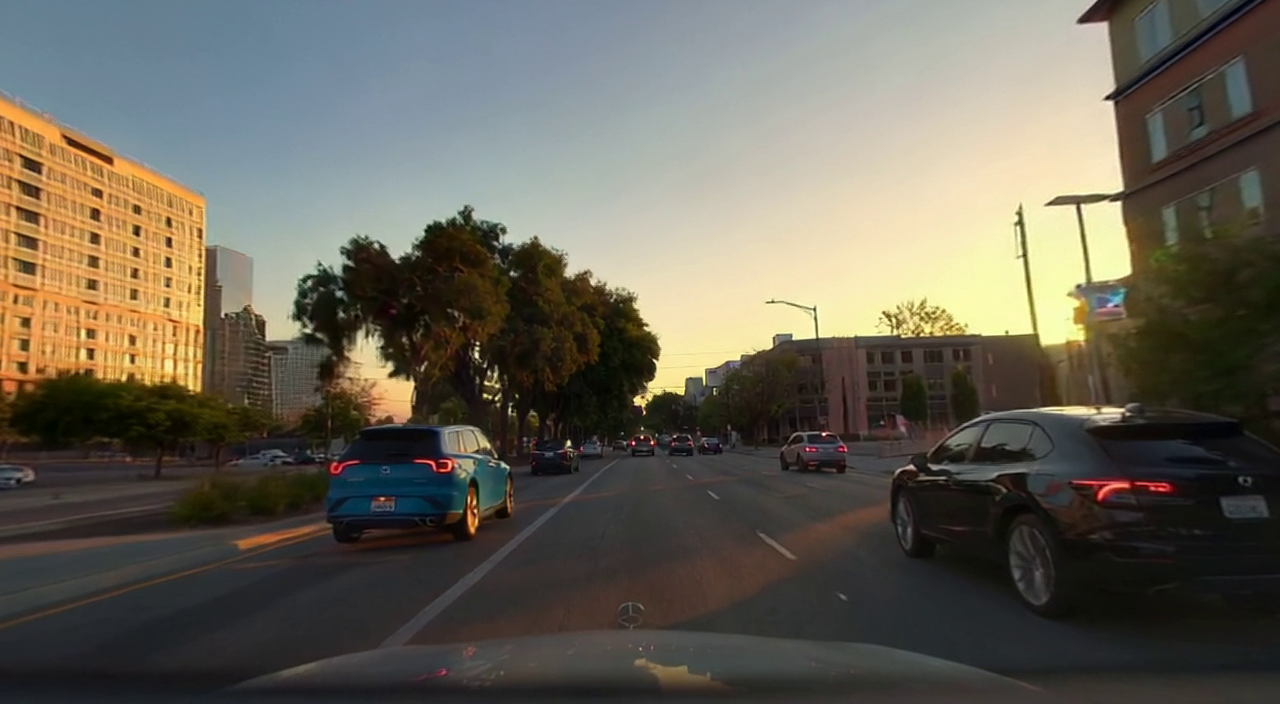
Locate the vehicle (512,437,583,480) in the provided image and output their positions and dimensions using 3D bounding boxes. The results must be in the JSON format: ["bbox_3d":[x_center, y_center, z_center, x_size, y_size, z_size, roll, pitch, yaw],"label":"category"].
[{"bbox_3d":[-3.459,4.072,24.377,2.036,1.465,4.301,0,-9,1],"label":"vehicle"}]

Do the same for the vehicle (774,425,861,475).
[{"bbox_3d":[6.915,3.873,25.062,2.076,1.793,4.464,0,-9,-1],"label":"vehicle"}]

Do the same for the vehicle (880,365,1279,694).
[{"bbox_3d":[3.911,1.219,5.484,2.088,1.666,4.512,-1,-9,4],"label":"vehicle"}]

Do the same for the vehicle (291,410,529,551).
[{"bbox_3d":[-3.234,1.914,10.051,2.141,1.719,4.379,0,-9,0],"label":"vehicle"}]

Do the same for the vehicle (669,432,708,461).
[{"bbox_3d":[3.215,6.452,43.043,2.178,1.804,4.766,0,-9,-1],"label":"vehicle"}]

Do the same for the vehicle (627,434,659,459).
[{"bbox_3d":[0.205,7.283,48.411,2.304,1.795,4.526,0,-8,0],"label":"vehicle"}]
